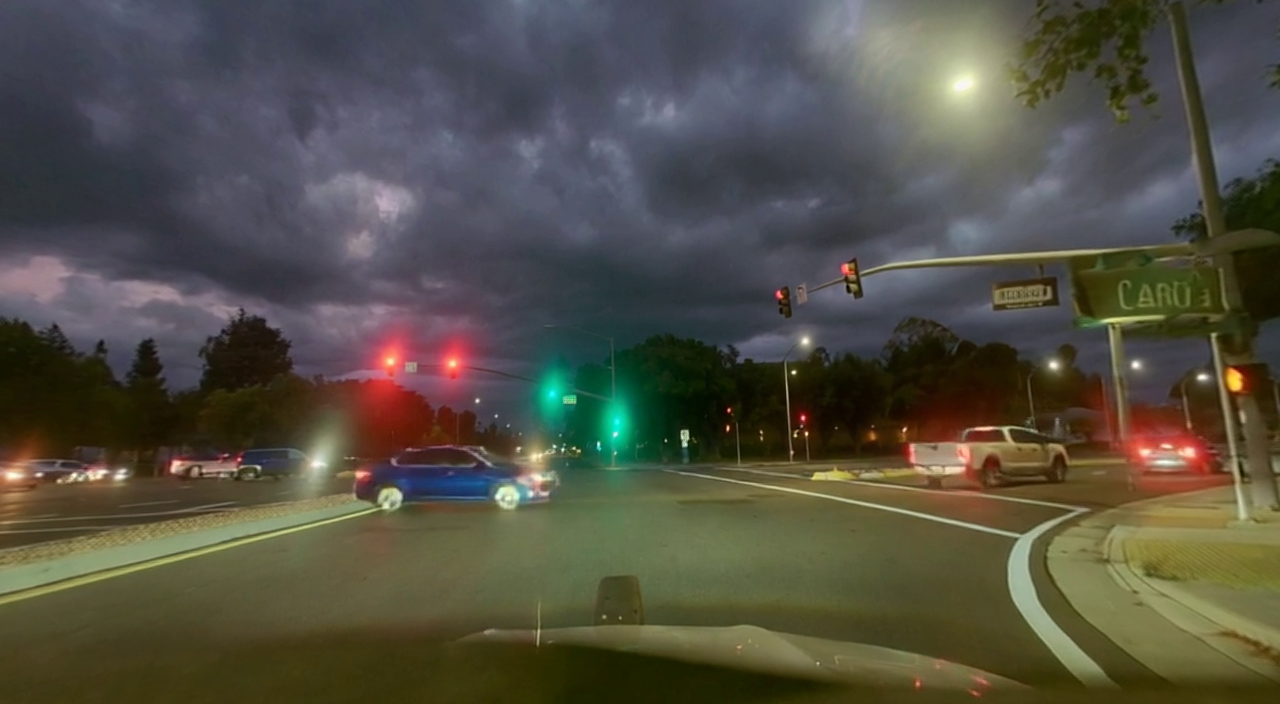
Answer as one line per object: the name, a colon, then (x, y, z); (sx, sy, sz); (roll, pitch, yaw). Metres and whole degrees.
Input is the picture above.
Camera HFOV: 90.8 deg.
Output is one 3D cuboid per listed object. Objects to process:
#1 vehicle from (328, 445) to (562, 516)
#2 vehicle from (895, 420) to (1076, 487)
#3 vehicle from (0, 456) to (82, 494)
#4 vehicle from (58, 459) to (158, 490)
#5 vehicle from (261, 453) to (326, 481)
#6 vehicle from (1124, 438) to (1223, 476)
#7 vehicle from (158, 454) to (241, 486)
vehicle: (-4.361, 2.895, 14.589); (4.702, 1.468, 1.999); (-1, -9, 8)
vehicle: (11.415, 3.297, 20.758); (5.896, 1.937, 2.358); (5, -10, -30)
vehicle: (-31.334, 6.170, 32.072); (2.142, 1.723, 4.692); (1, -9, -9)
vehicle: (-28.547, 6.547, 34.116); (1.965, 1.448, 4.553); (1, -9, -9)
vehicle: (-21.790, 7.227, 39.974); (2.020, 1.615, 4.656); (1, -9, -8)
vehicle: (22.487, 4.382, 26.556); (4.728, 1.471, 1.957); (6, -11, -36)
vehicle: (-25.122, 6.699, 36.269); (2.081, 1.670, 4.376); (1, -9, -8)
